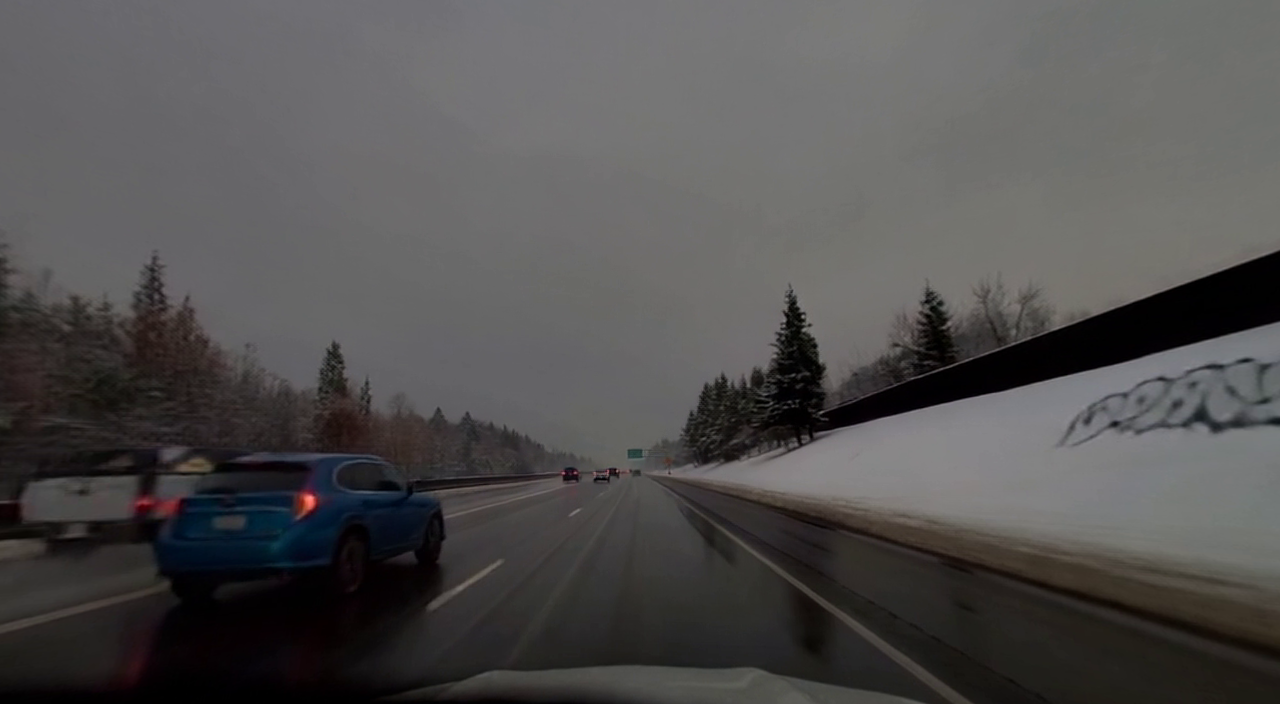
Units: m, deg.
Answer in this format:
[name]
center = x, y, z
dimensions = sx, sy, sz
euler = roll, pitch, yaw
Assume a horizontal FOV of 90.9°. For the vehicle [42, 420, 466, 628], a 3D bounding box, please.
[vehicle]
center = -3.846, 1.844, 7.562
dimensions = 2.173, 1.696, 4.462
euler = 1, -10, 1
